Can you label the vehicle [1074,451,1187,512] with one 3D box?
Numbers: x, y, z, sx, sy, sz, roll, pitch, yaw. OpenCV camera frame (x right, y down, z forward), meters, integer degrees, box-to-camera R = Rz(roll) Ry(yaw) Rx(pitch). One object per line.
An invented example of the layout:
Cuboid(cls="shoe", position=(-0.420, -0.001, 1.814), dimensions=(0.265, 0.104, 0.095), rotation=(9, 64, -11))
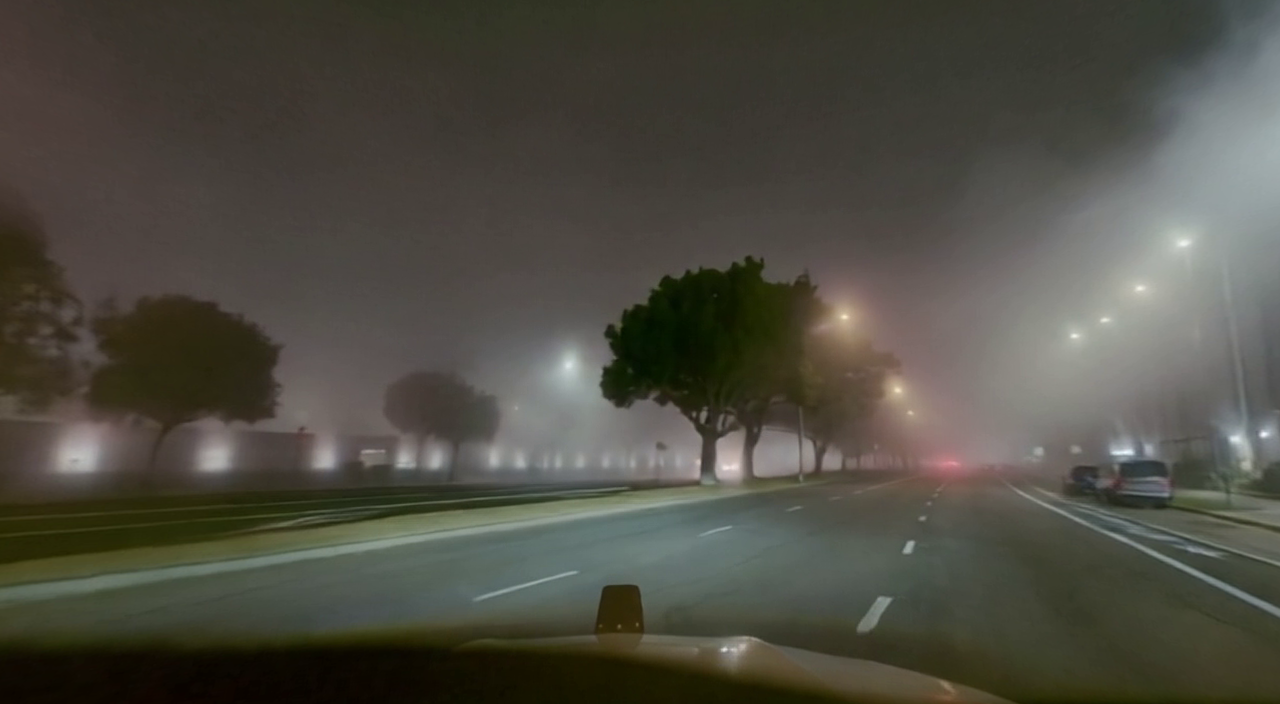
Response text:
Cuboid(cls="vehicle", position=(17.502, 4.562, 22.830), dimensions=(2.152, 1.869, 4.476), rotation=(-4, -9, 24))
